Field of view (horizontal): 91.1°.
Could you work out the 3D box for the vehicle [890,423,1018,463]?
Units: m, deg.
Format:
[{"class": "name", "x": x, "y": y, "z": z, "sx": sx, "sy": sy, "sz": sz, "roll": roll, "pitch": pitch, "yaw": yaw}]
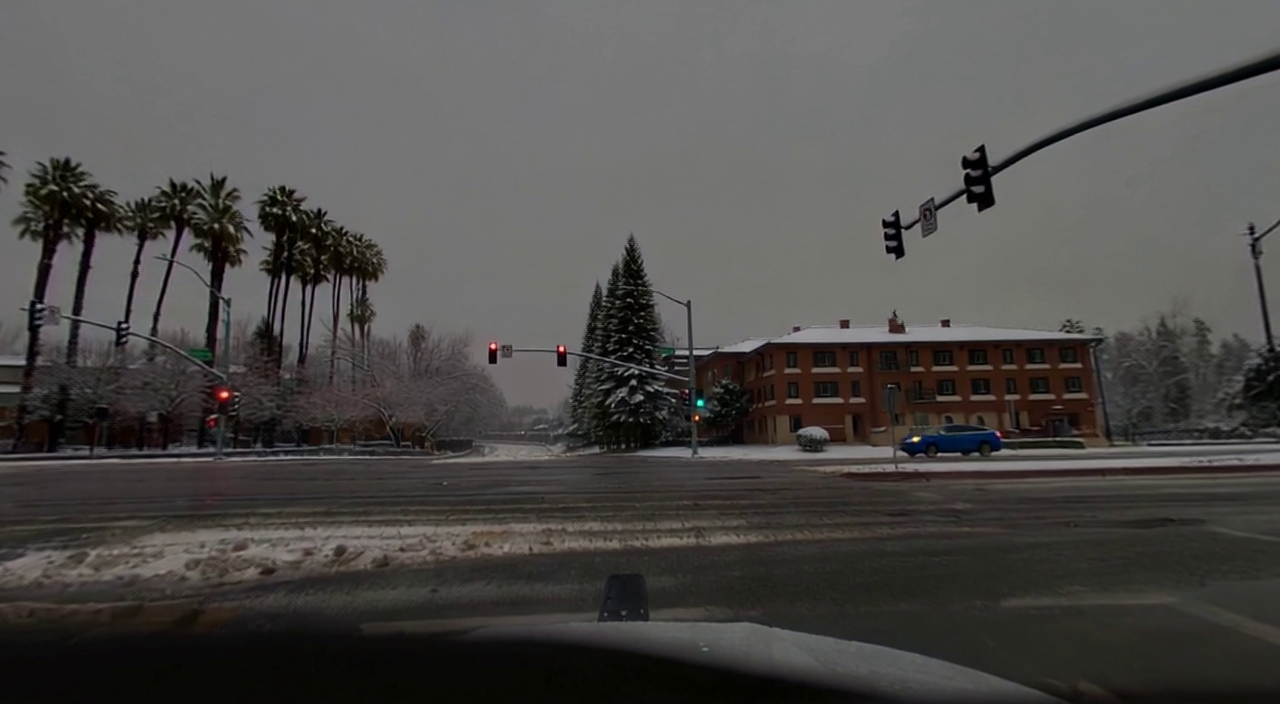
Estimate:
[{"class": "vehicle", "x": 14.404, "y": 4.189, "z": 29.004, "sx": 4.820, "sy": 1.751, "sz": 2.050, "roll": 0, "pitch": -8, "yaw": -2}]
